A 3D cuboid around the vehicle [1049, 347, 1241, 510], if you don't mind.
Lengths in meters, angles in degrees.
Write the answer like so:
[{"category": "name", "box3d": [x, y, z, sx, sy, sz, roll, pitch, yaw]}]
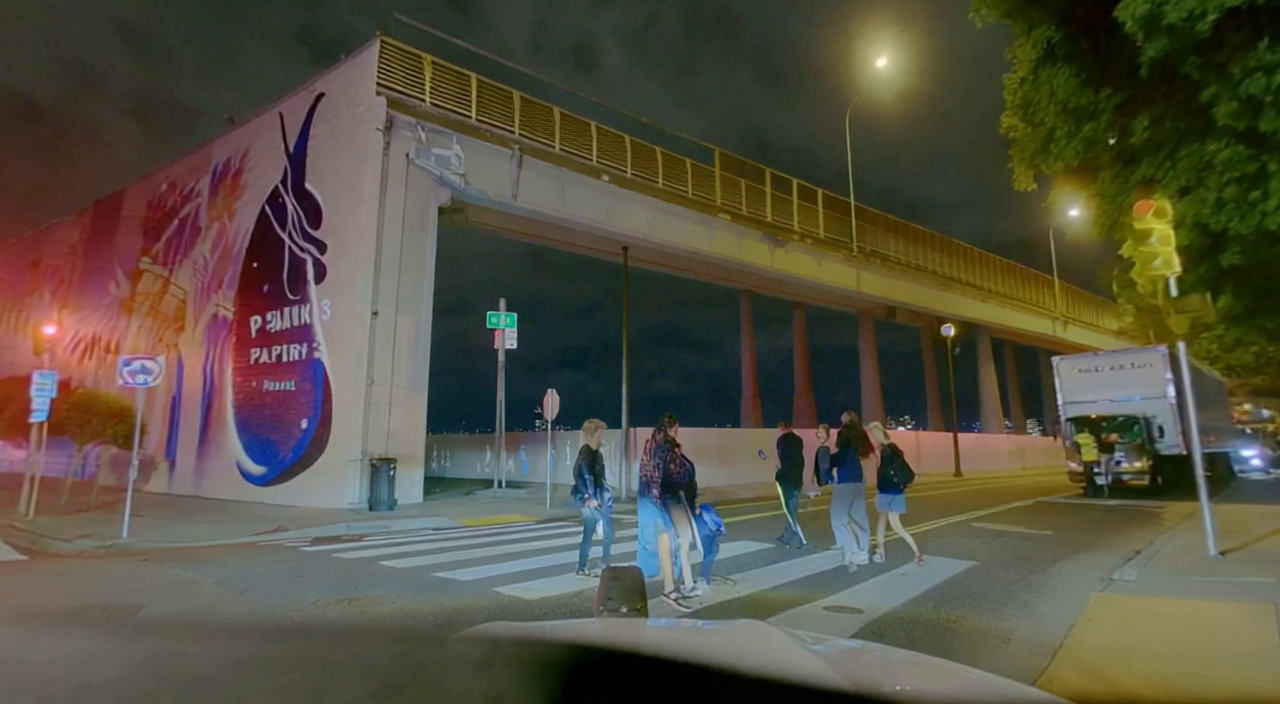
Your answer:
[{"category": "vehicle", "box3d": [15.771, 2.397, 19.243, 9.347, 3.893, 2.849, 7, -11, -42]}]
